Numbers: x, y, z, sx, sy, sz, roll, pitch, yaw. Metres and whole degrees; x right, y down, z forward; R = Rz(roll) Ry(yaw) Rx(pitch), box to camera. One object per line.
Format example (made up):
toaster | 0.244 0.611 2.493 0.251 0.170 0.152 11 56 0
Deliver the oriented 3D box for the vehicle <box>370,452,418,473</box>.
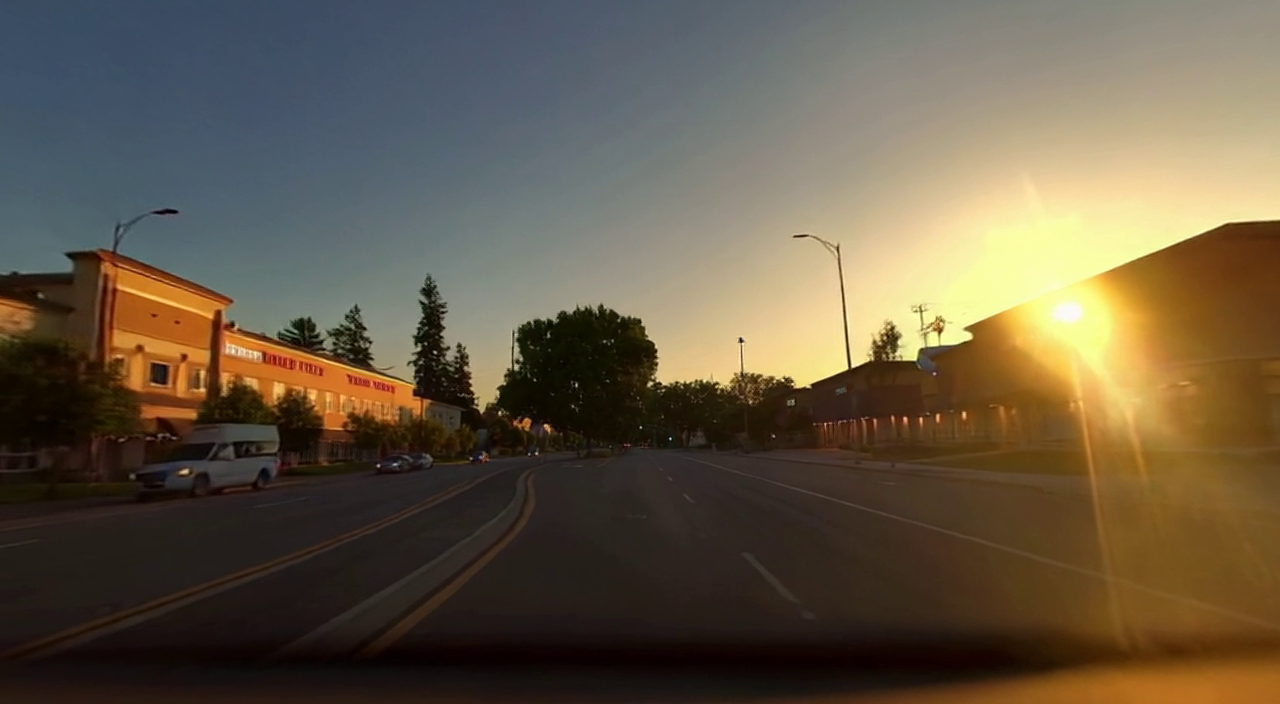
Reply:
vehicle | -19.249 8.654 49.680 1.925 1.485 4.821 0 -9 -1

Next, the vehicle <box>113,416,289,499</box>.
vehicle | -19.322 4.684 28.473 2.834 3.225 6.752 -1 -8 2
